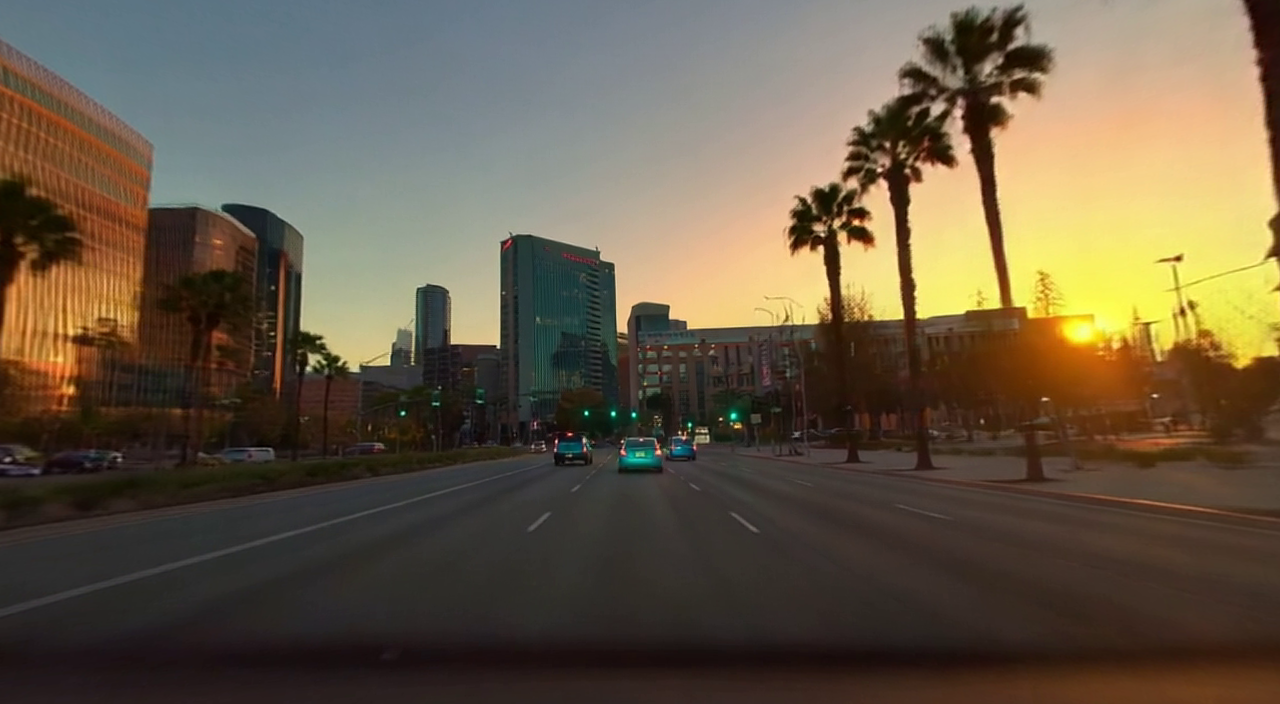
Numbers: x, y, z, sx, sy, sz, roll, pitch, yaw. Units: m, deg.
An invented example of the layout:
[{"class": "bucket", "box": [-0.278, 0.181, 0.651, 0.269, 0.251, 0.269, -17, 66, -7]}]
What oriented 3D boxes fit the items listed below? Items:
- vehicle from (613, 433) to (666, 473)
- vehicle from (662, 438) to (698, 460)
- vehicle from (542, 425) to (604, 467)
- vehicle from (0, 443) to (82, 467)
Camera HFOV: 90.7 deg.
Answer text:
[{"class": "vehicle", "box": [-0.083, 4.406, 27.736, 2.160, 1.615, 4.117, 0, -9, -2]}, {"class": "vehicle", "box": [2.748, 6.763, 44.182, 2.085, 1.482, 4.491, 0, -9, -2]}, {"class": "vehicle", "box": [-3.454, 5.018, 33.796, 2.672, 2.064, 5.681, 0, -9, 0]}, {"class": "vehicle", "box": [-46.408, 7.919, 48.834, 4.584, 1.820, 2.011, 0, -9, -2]}]
